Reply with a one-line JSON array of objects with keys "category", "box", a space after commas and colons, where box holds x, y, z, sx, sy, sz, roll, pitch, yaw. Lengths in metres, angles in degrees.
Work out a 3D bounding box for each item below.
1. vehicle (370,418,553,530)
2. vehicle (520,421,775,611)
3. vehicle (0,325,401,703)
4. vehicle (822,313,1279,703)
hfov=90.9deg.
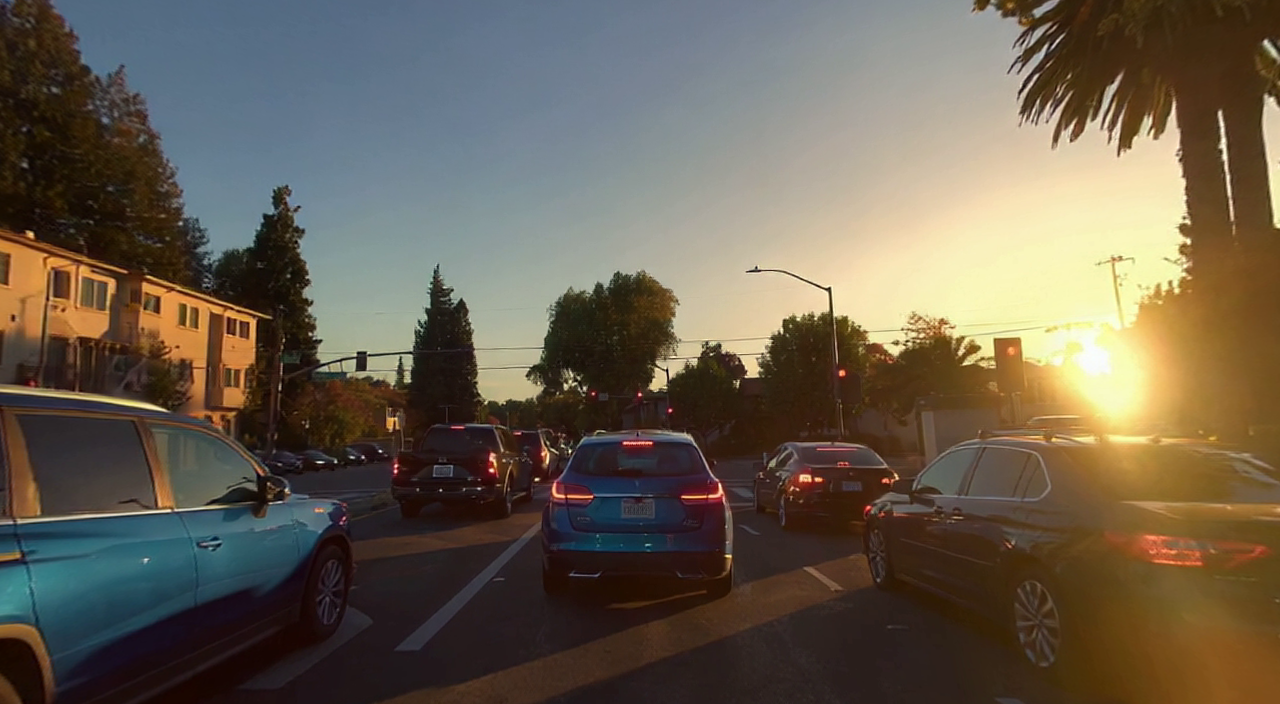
[{"category": "vehicle", "box": [-3.179, 2.300, 12.448, 2.117, 1.772, 4.619, 0, -8, 2]}, {"category": "vehicle", "box": [0.022, 1.598, 7.051, 2.021, 1.490, 3.948, 0, -8, -1]}, {"category": "vehicle", "box": [-3.123, 0.955, 3.309, 1.982, 1.721, 4.261, 0, -8, 1]}, {"category": "vehicle", "box": [3.218, 1.100, 4.733, 2.141, 1.833, 4.704, 0, -8, -2]}]
